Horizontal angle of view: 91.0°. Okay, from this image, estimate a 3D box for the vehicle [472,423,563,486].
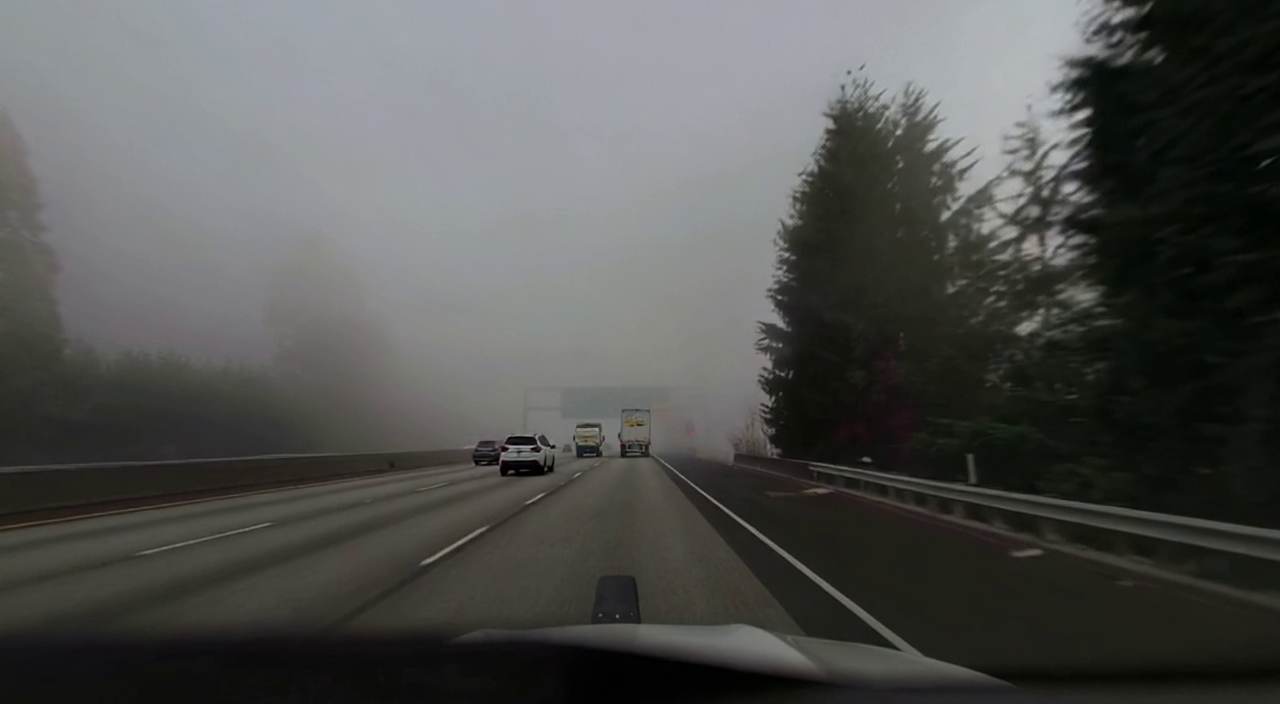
[{"bbox_3d":[-3.947,3.404,21.266,2.127,1.839,4.984,0,-8,-1],"label":"vehicle"}]
